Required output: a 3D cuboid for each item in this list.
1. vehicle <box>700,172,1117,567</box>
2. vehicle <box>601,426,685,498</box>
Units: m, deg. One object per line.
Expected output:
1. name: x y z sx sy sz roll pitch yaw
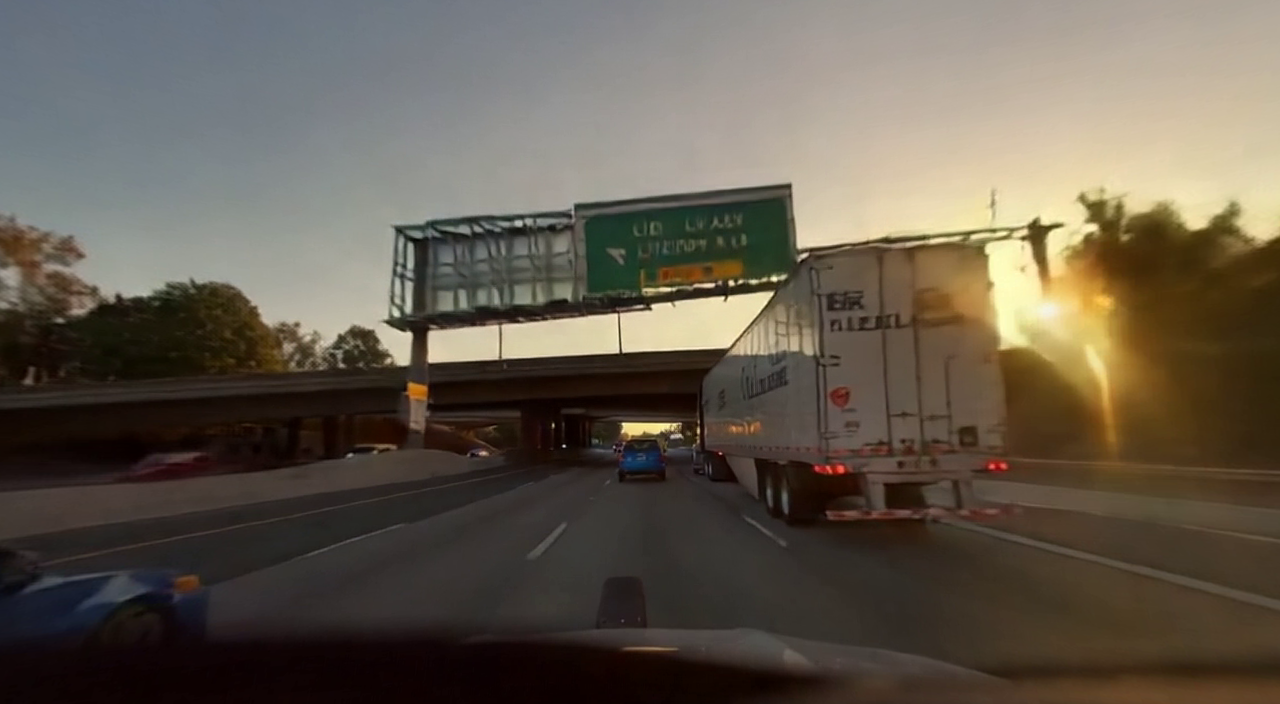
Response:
1. vehicle: 3.453 1.250 14.414 2.909 4.135 15.820 -1 -8 1
2. vehicle: 0.073 3.013 17.567 2.054 1.706 4.201 -1 -8 0
